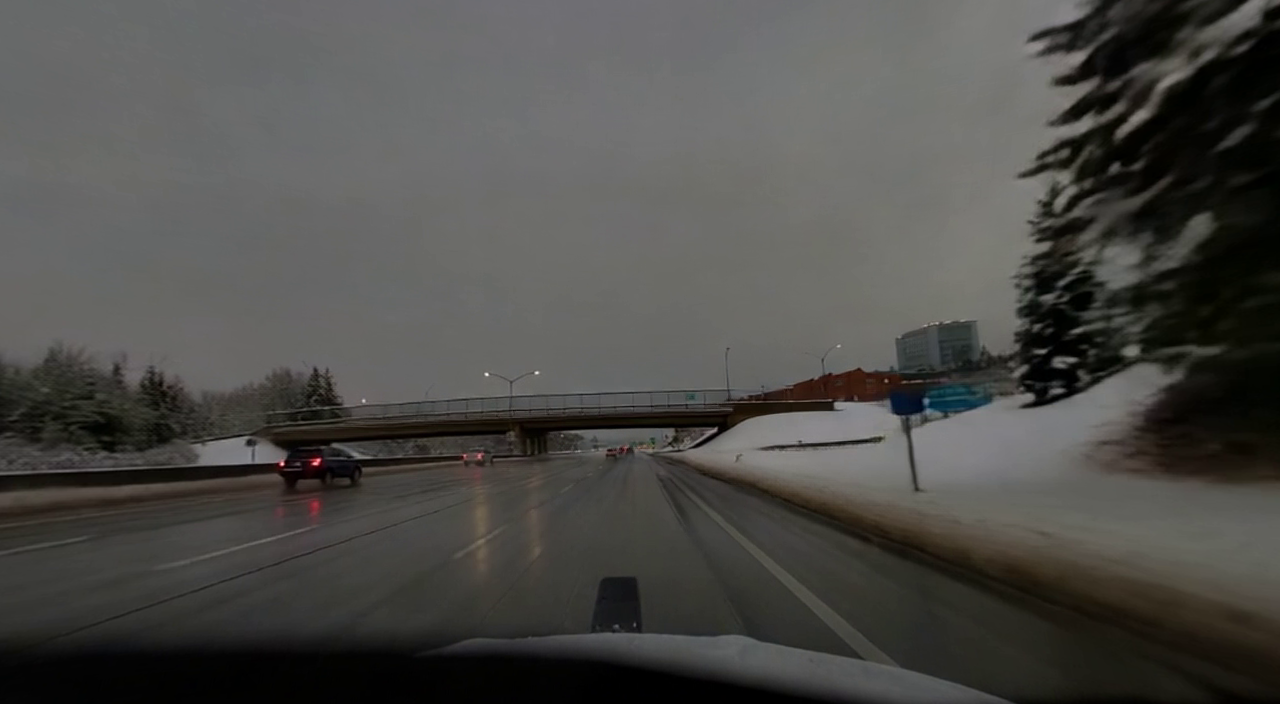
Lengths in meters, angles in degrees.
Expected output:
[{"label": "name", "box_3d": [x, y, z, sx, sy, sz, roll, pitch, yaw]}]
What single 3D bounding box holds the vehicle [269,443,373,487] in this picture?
[{"label": "vehicle", "box_3d": [-14.503, 5.138, 29.137, 2.049, 1.792, 5.177, 0, -9, 0]}]
